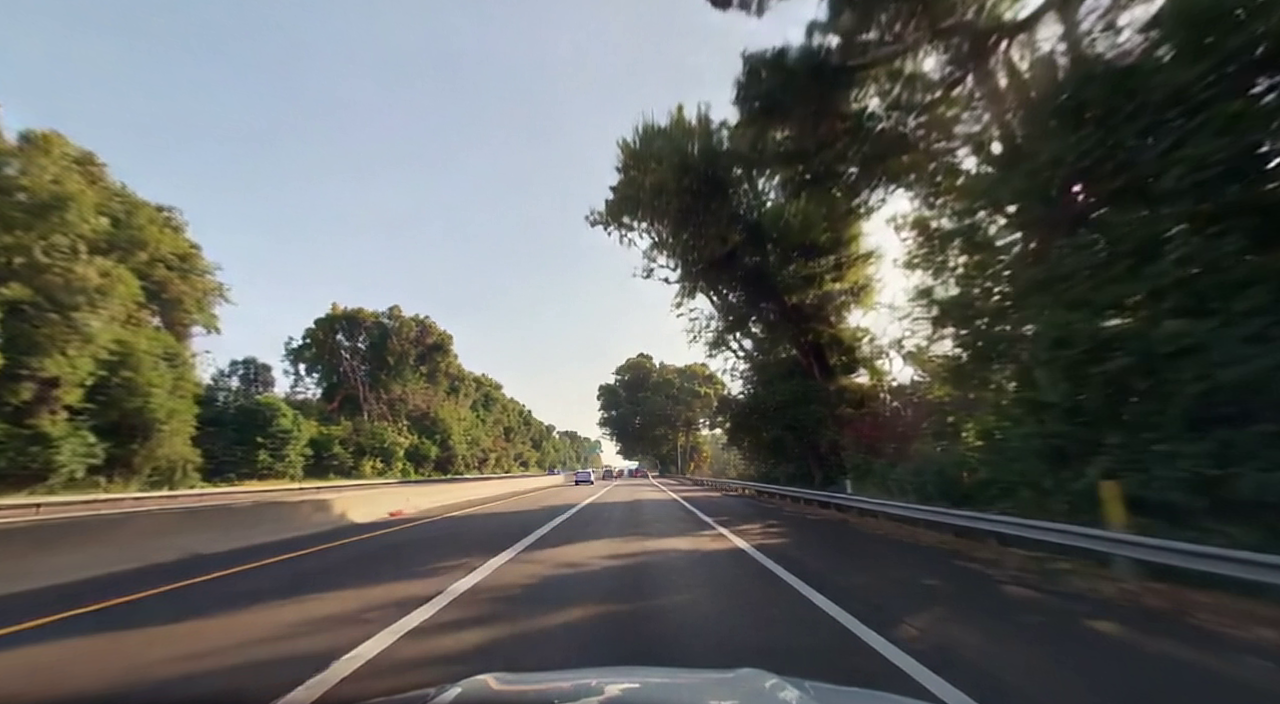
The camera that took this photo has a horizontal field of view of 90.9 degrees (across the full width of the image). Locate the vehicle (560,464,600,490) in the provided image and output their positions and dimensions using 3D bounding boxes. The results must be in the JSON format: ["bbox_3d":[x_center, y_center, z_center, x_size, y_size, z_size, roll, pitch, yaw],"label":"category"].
[{"bbox_3d":[-3.766,7.967,40.229,2.109,1.532,4.234,1,-11,0],"label":"vehicle"}]
